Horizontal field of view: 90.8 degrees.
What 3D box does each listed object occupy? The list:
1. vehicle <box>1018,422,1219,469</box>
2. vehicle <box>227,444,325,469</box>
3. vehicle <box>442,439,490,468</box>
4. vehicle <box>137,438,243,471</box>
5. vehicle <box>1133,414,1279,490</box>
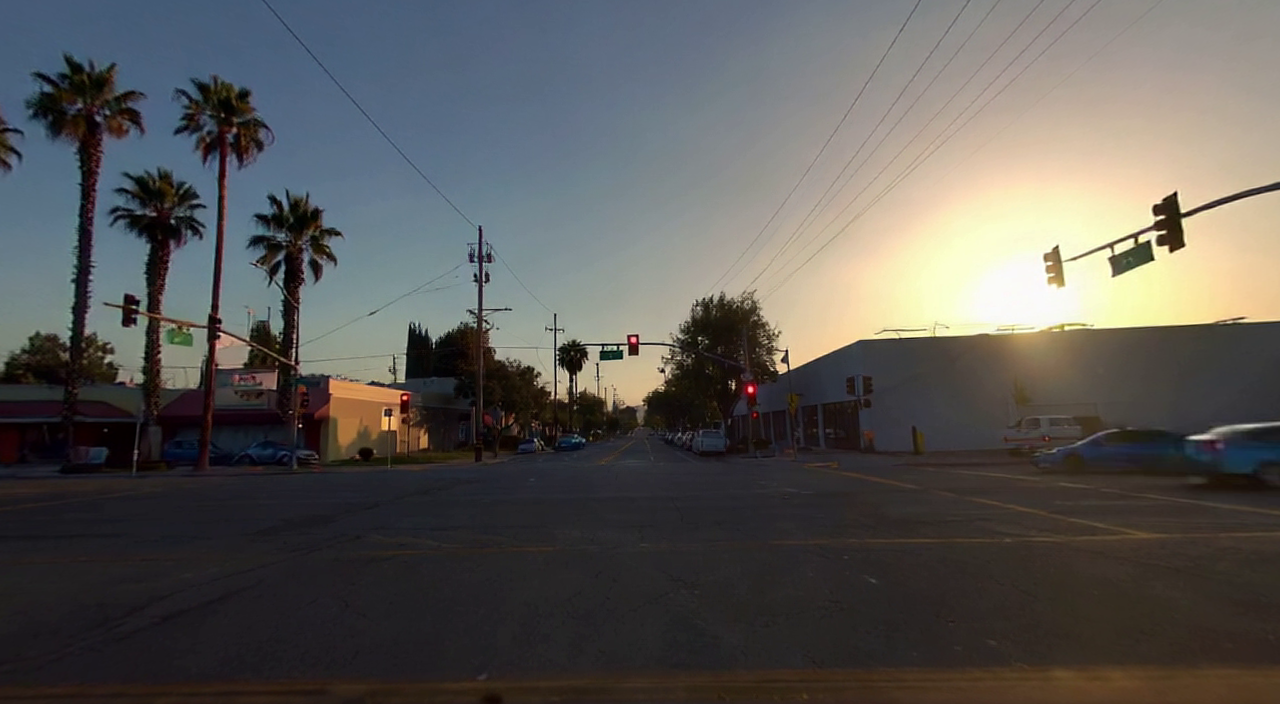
[{"bbox_3d":[15.723,3.114,21.027,4.918,1.479,1.897,-1,-9,8],"label":"vehicle"},{"bbox_3d":[-22.308,6.427,38.855,4.849,1.444,1.881,0,-8,1],"label":"vehicle"},{"bbox_3d":[-11.964,6.986,43.807,2.016,1.717,4.287,0,-6,1],"label":"vehicle"},{"bbox_3d":[-25.901,5.922,36.462,4.613,1.820,2.021,0,-9,3],"label":"vehicle"},{"bbox_3d":[13.981,2.099,13.336,5.094,1.490,2.223,-3,-9,22],"label":"vehicle"}]
